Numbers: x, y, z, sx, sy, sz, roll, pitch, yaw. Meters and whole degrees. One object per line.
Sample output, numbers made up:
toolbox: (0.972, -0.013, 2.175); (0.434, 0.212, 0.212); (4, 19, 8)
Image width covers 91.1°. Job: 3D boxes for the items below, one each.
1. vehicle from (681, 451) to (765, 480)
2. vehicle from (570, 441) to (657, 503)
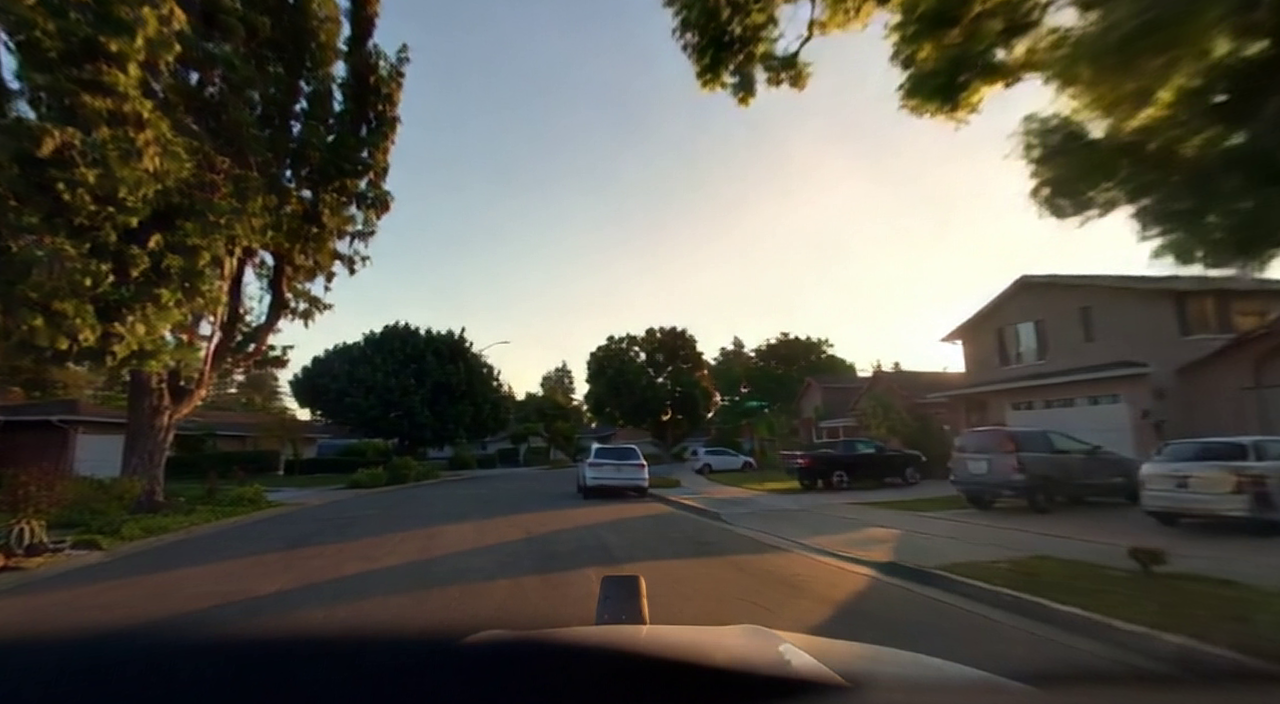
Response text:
vehicle: (4.530, 6.261, 34.812); (4.457, 1.510, 1.762); (-1, -8, 5)
vehicle: (-1.009, 3.828, 20.542); (2.163, 1.760, 4.591); (1, -9, -11)
